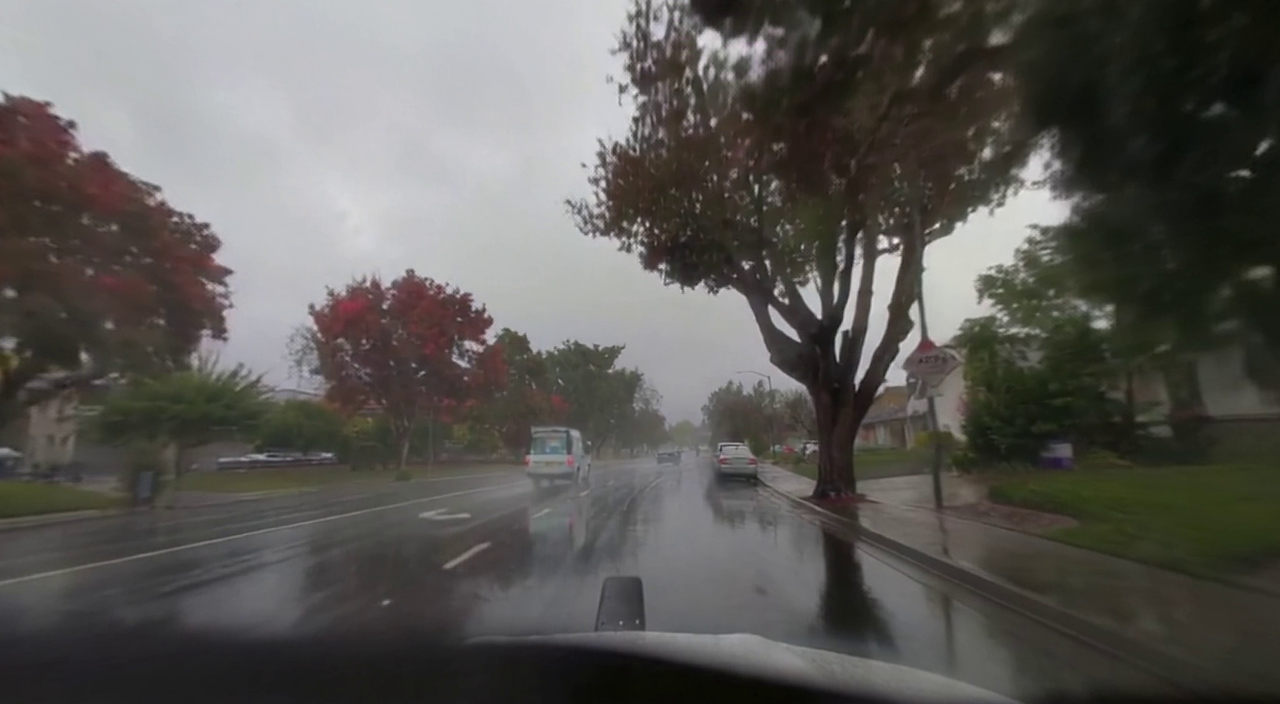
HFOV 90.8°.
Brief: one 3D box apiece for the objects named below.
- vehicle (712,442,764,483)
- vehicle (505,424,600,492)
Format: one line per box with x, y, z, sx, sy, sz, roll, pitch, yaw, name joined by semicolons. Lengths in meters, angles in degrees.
4.205;4.798;27.761;2.040;1.643;4.446;-1;-9;7;vehicle
-2.888;3.705;22.258;2.085;2.084;5.133;-1;-9;6;vehicle
